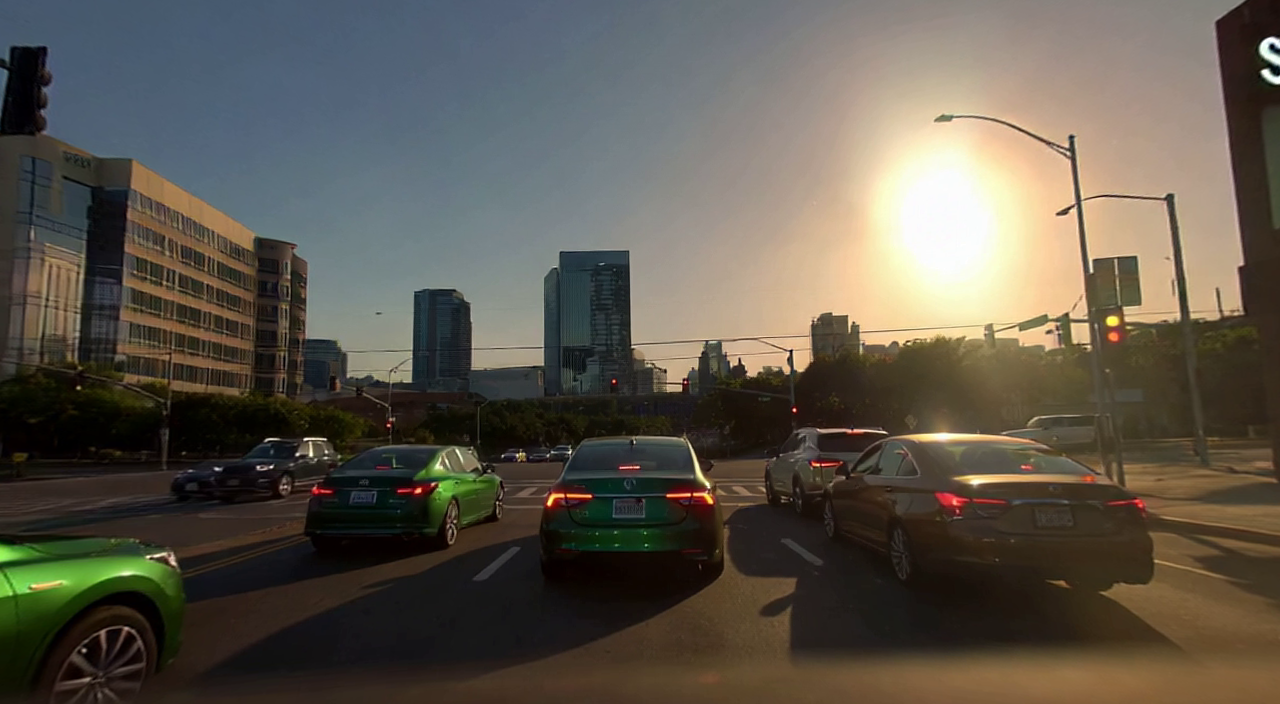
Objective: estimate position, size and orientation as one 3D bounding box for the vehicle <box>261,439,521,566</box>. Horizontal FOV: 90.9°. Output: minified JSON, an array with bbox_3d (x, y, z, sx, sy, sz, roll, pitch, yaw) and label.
[{"bbox_3d":[-3.307,2.068,9.530,1.995,1.436,4.373,-1,-8,2],"label":"vehicle"}]

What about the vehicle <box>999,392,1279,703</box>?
[{"bbox_3d":[3.929,0.970,3.103,1.800,1.519,4.198,0,-8,-1],"label":"vehicle"}]

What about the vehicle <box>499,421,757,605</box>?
[{"bbox_3d":[-0.134,1.643,7.359,2.140,1.499,4.119,0,-8,-1],"label":"vehicle"}]

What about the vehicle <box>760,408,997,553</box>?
[{"bbox_3d":[3.310,1.870,9.827,1.992,1.744,4.183,0,-8,-1],"label":"vehicle"}]

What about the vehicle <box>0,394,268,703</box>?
[{"bbox_3d":[-3.478,0.863,1.837,2.016,1.547,4.414,0,-8,1],"label":"vehicle"}]
